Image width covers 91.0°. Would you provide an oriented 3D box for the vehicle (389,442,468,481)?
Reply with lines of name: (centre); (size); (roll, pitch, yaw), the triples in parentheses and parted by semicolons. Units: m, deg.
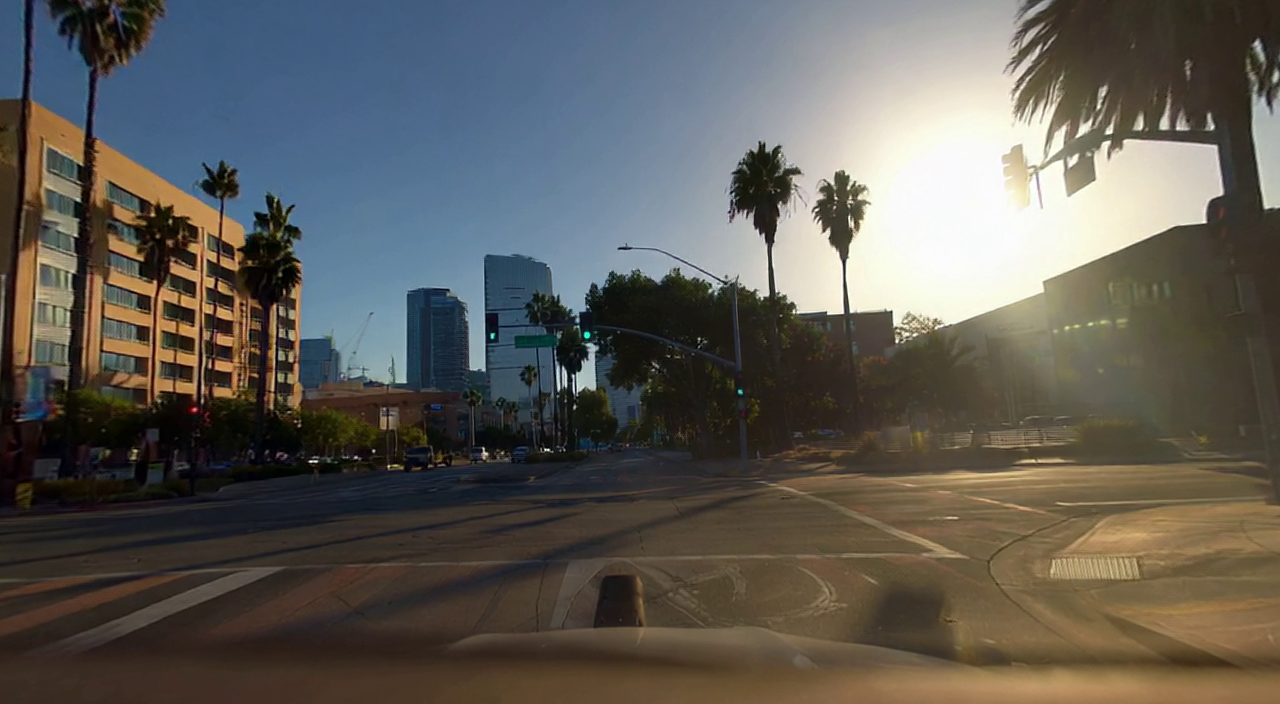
vehicle: (-10.741, 5.582, 32.373); (2.270, 1.833, 4.860); (0, -9, 1)
